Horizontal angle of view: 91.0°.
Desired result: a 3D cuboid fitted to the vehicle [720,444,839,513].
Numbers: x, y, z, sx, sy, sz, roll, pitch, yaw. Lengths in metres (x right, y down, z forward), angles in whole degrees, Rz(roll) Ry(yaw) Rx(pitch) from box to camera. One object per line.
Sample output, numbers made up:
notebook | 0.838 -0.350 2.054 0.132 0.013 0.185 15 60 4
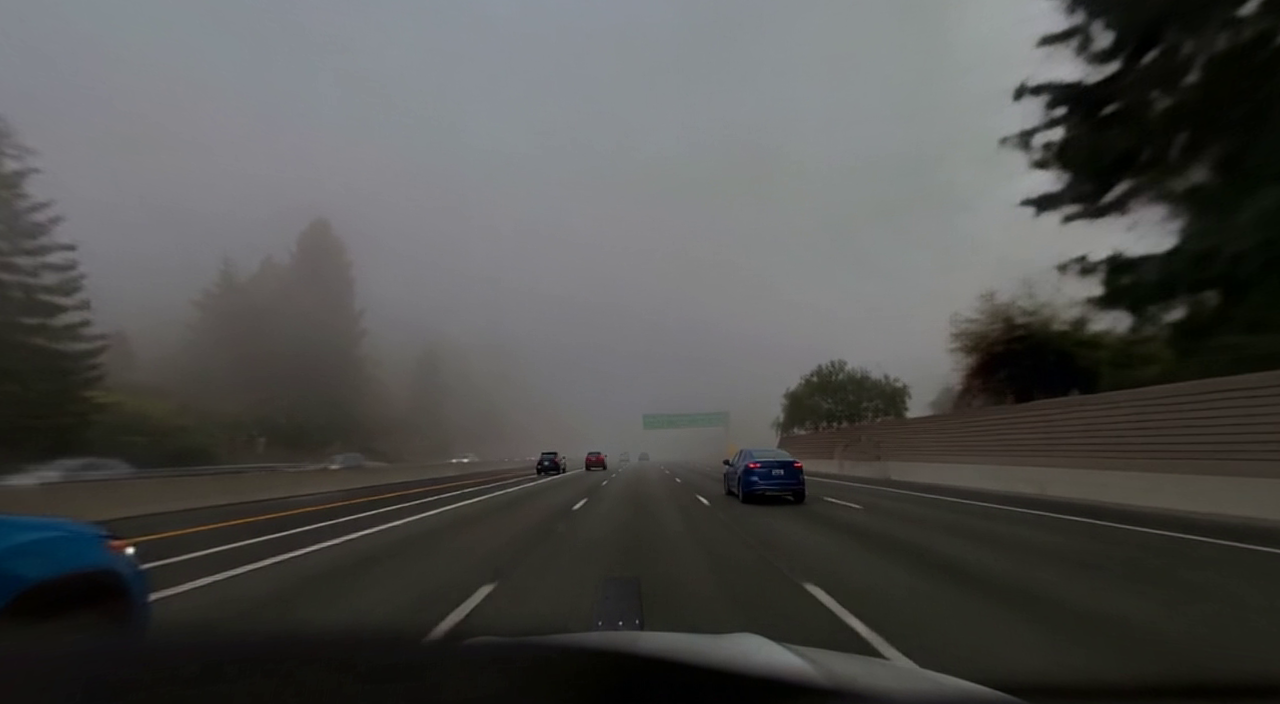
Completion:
vehicle | 3.311 3.080 15.831 1.979 1.486 4.125 0 -9 -1

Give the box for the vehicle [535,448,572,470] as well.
vehicle | -6.598 8.198 48.567 2.107 1.541 4.713 0 -9 0

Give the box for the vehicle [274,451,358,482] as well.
vehicle | -19.618 6.897 38.420 2.302 1.712 5.012 0 -9 2

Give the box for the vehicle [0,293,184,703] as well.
vehicle | -3.166 0.470 0.562 2.137 1.756 4.453 0 -9 0

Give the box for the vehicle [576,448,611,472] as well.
vehicle | -3.079 7.302 42.781 2.030 1.563 4.389 0 -9 0
